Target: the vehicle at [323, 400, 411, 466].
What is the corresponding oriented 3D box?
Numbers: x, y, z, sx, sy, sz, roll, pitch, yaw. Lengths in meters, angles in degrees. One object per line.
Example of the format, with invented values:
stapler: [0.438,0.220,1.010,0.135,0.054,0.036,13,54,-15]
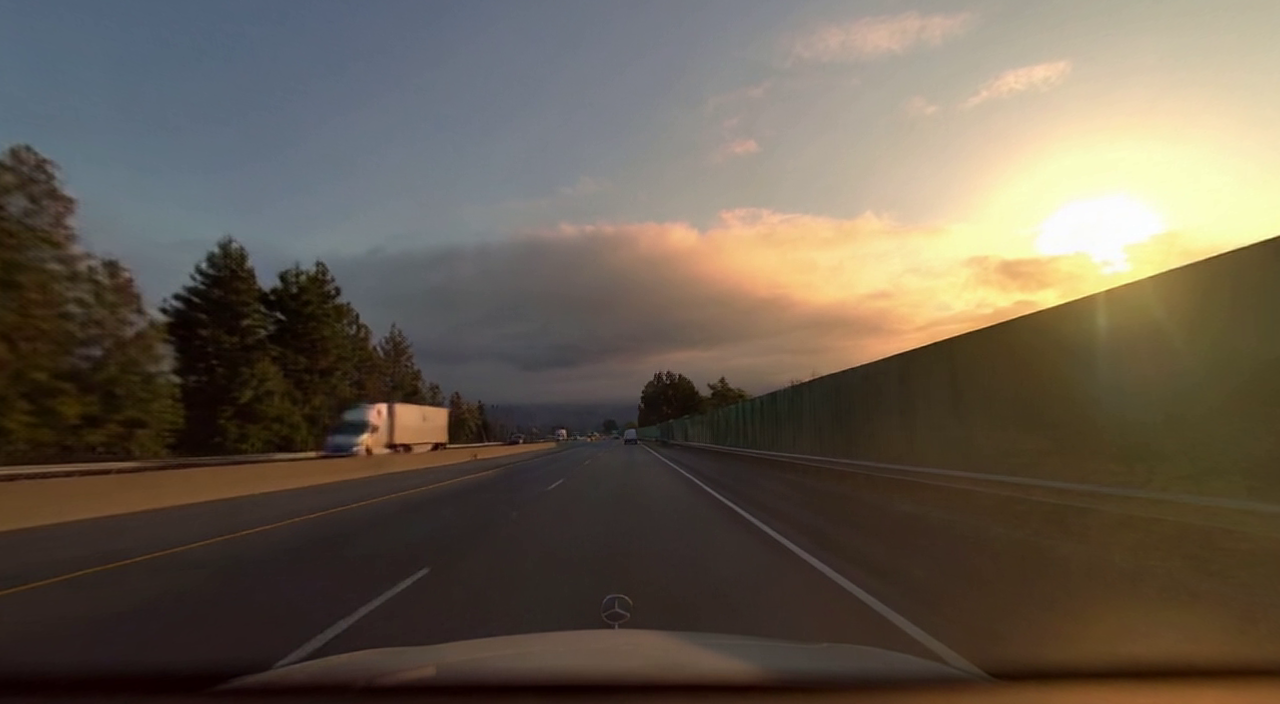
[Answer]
vehicle: [-17.513,5.260,40.927,3.002,3.931,5.809,0,-8,0]
